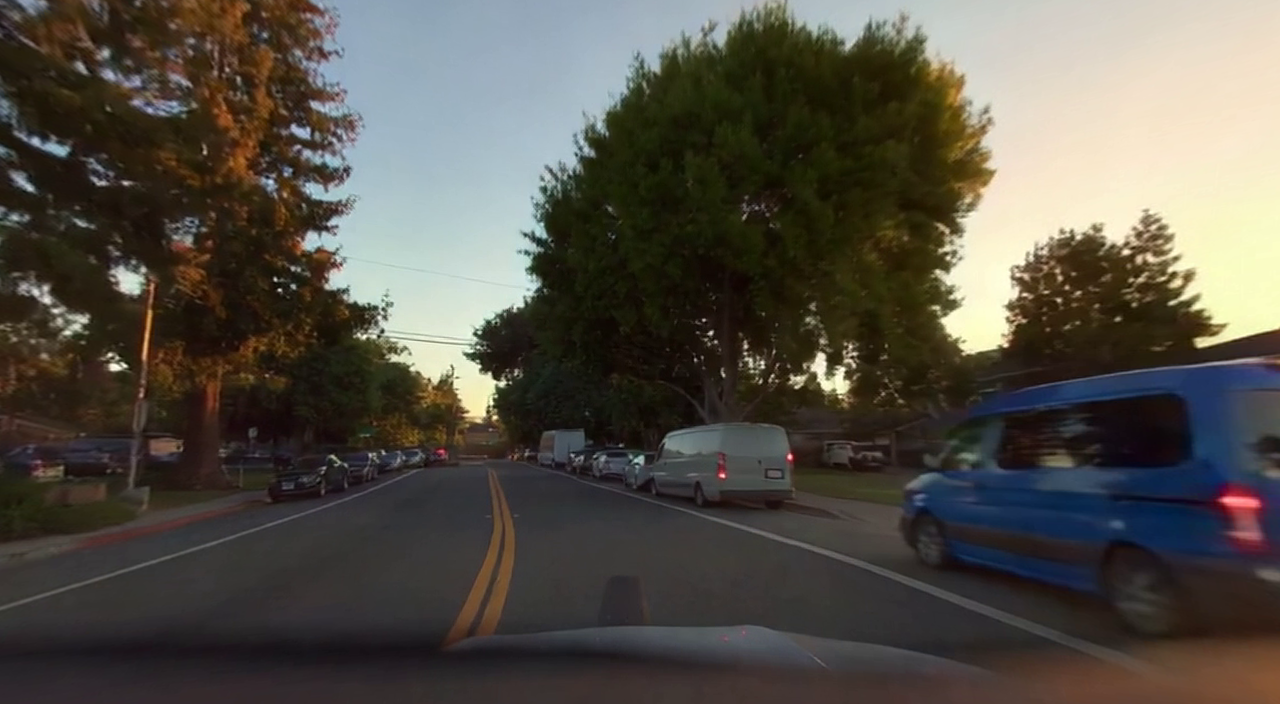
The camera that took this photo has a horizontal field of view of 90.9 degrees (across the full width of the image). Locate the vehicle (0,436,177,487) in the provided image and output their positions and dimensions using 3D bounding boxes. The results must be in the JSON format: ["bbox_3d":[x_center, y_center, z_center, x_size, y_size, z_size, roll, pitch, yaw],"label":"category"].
[{"bbox_3d":[-20.292,4.051,23.420,4.422,1.689,2.021,0,-9,-9],"label":"vehicle"}]

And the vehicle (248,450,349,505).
[{"bbox_3d":[-10.812,3.947,20.296,1.950,1.489,4.214,1,-9,-16],"label":"vehicle"}]

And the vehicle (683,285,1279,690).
[{"bbox_3d":[3.454,1.530,8.750,3.041,2.164,10.370,1,-9,-11],"label":"vehicle"}]

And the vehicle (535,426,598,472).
[{"bbox_3d":[-5.158,6.657,43.378,3.089,2.882,6.770,2,-9,-17],"label":"vehicle"}]
